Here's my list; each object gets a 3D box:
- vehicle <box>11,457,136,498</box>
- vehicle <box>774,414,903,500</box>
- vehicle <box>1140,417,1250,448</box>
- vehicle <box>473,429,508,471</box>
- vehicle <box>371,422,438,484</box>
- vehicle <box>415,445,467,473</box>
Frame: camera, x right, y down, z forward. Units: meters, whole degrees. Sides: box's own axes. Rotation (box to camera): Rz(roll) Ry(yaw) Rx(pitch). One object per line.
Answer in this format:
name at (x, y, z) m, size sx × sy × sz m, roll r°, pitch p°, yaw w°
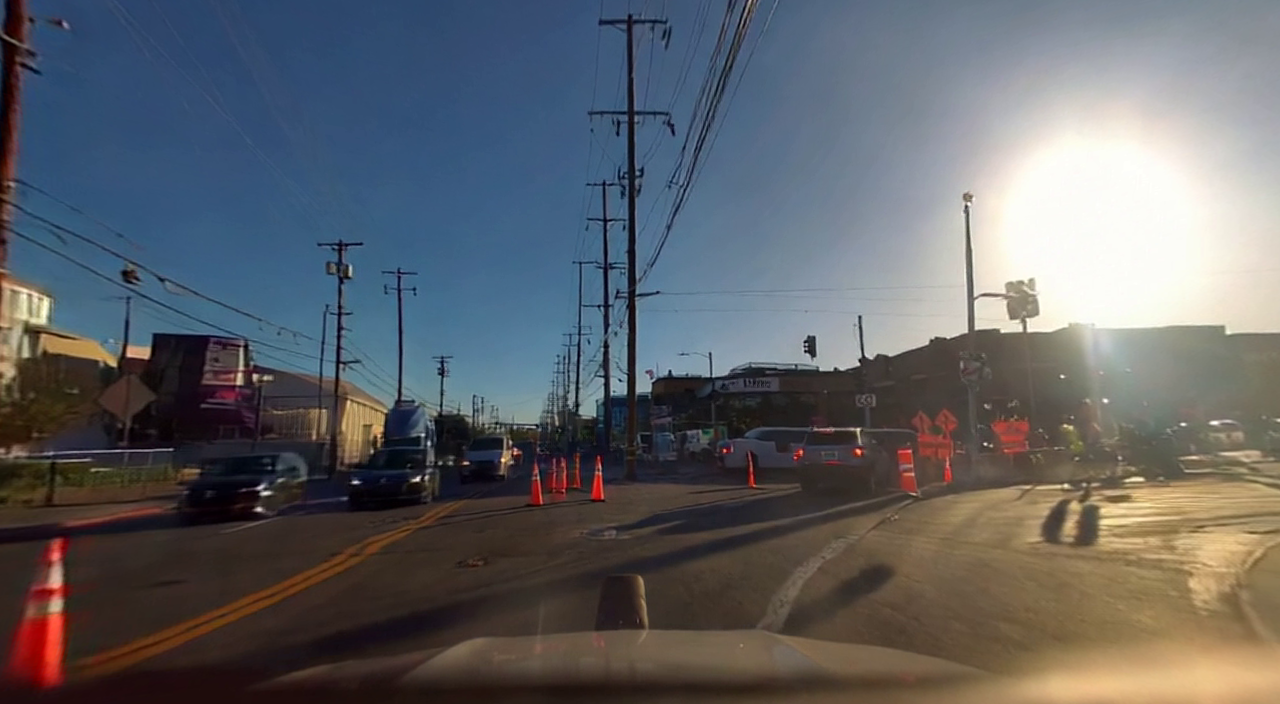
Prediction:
vehicle at (-23.226, 5.124, 26.144) m, size 1.817 × 1.456 × 4.079 m, roll 1°, pitch -8°, yaw -9°
vehicle at (5.352, 2.672, 16.504) m, size 2.256 × 1.859 × 5.118 m, roll -5°, pitch -9°, yaw 27°
vehicle at (32.321, 4.719, 36.867) m, size 1.937 × 1.688 × 4.382 m, roll 6°, pitch -10°, yaw -37°
vehicle at (-9.952, 6.573, 42.416) m, size 1.959 × 2.654 × 4.078 m, roll 1°, pitch -8°, yaw -9°
vehicle at (-11.252, 4.831, 30.371) m, size 2.185 × 2.644 × 3.306 m, roll -3°, pitch -8°, yaw -5°
vehicle at (-13.039, 7.016, 41.678) m, size 2.509 × 1.731 × 4.549 m, roll 1°, pitch -8°, yaw -8°
